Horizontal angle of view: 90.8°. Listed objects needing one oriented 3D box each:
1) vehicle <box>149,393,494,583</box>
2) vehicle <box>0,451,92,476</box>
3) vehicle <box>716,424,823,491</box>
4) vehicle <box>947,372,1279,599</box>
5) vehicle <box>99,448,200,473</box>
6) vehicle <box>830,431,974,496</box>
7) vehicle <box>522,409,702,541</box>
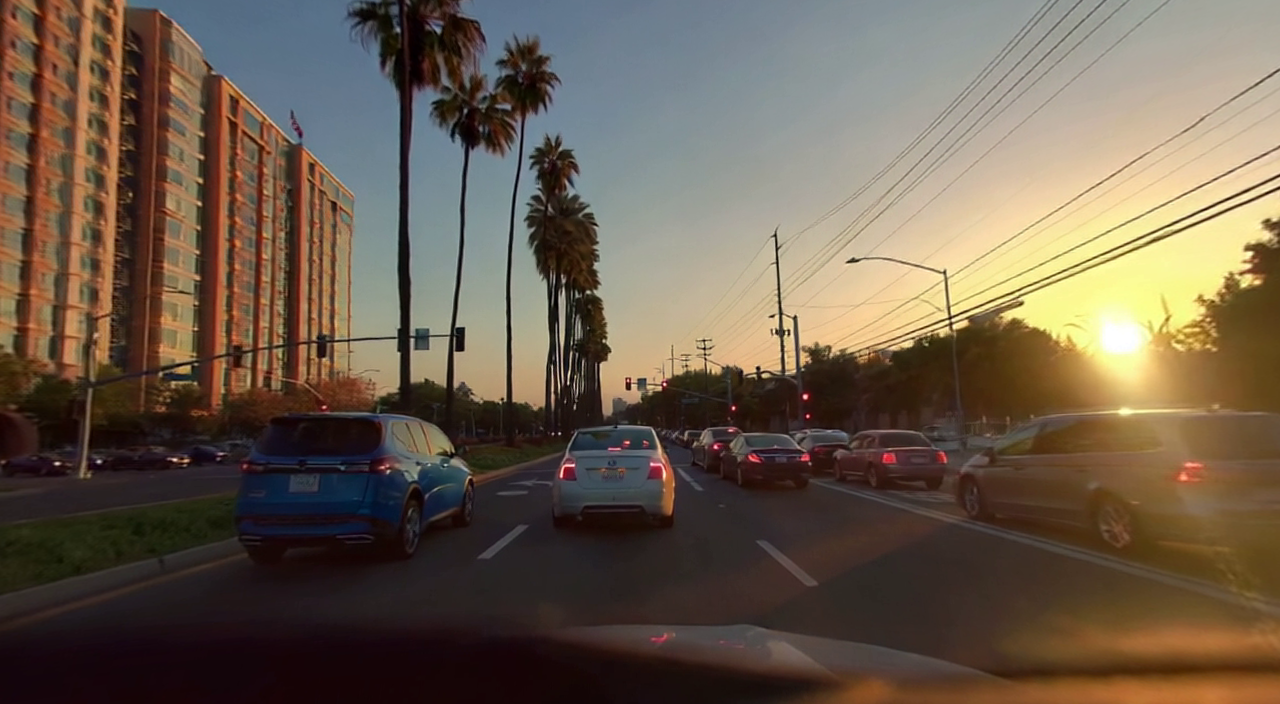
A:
[{"bbox_3d":[-3.524,1.607,8.244,2.136,1.779,4.417,0,-8,1],"label":"vehicle"},{"bbox_3d":[-42.452,7.908,44.884,4.867,1.689,1.971,1,-8,-8],"label":"vehicle"},{"bbox_3d":[3.349,2.835,17.200,1.975,1.598,4.025,0,-8,-1],"label":"vehicle"},{"bbox_3d":[6.459,1.555,8.276,2.130,1.979,5.310,0,-8,0],"label":"vehicle"},{"bbox_3d":[-35.667,7.892,46.079,5.422,1.765,1.937,1,-8,-8],"label":"vehicle"},{"bbox_3d":[6.561,2.835,16.413,1.764,1.451,4.300,0,-8,-2],"label":"vehicle"},{"bbox_3d":[-0.409,1.893,10.292,2.302,1.681,4.217,0,-8,-2],"label":"vehicle"}]
